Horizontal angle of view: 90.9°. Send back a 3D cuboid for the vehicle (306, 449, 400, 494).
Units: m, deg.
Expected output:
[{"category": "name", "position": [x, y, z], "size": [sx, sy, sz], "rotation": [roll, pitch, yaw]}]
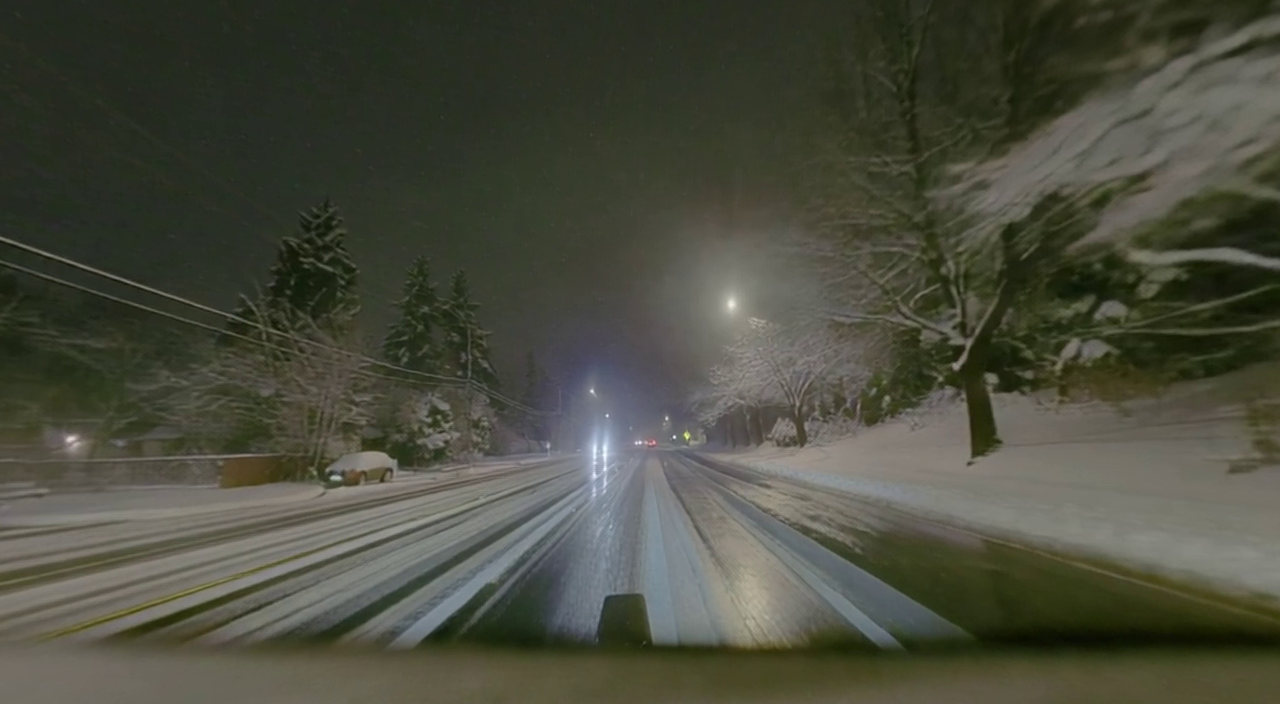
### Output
[{"category": "vehicle", "position": [-12.407, 5.158, 27.638], "size": [1.921, 1.611, 4.713], "rotation": [-4, -8, 1]}]
